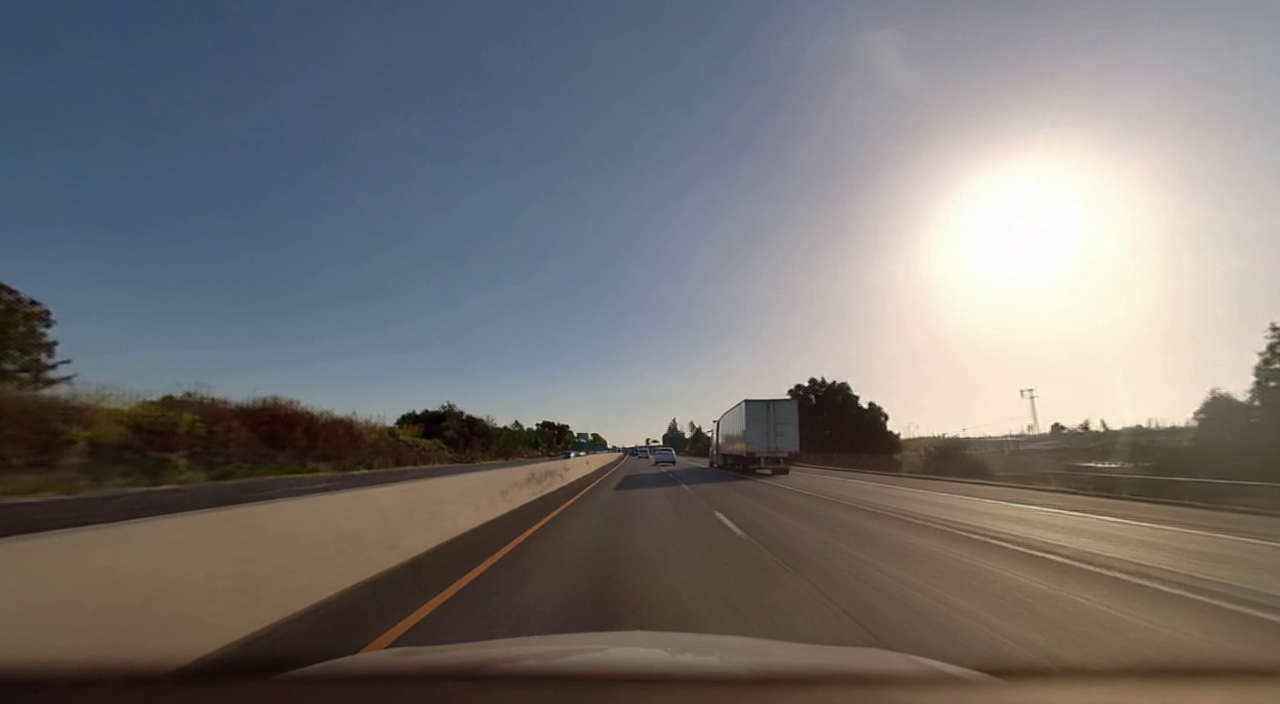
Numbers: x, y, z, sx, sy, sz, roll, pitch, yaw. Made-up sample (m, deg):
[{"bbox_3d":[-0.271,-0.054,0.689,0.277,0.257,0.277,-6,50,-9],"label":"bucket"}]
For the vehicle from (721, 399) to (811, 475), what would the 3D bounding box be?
[{"bbox_3d":[7.616,5.622,40.582,2.907,4.042,13.858,0,-9,0],"label":"vehicle"}]

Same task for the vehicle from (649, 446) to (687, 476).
[{"bbox_3d":[1.550,6.209,35.987,2.024,1.579,3.707,0,-9,0],"label":"vehicle"}]
